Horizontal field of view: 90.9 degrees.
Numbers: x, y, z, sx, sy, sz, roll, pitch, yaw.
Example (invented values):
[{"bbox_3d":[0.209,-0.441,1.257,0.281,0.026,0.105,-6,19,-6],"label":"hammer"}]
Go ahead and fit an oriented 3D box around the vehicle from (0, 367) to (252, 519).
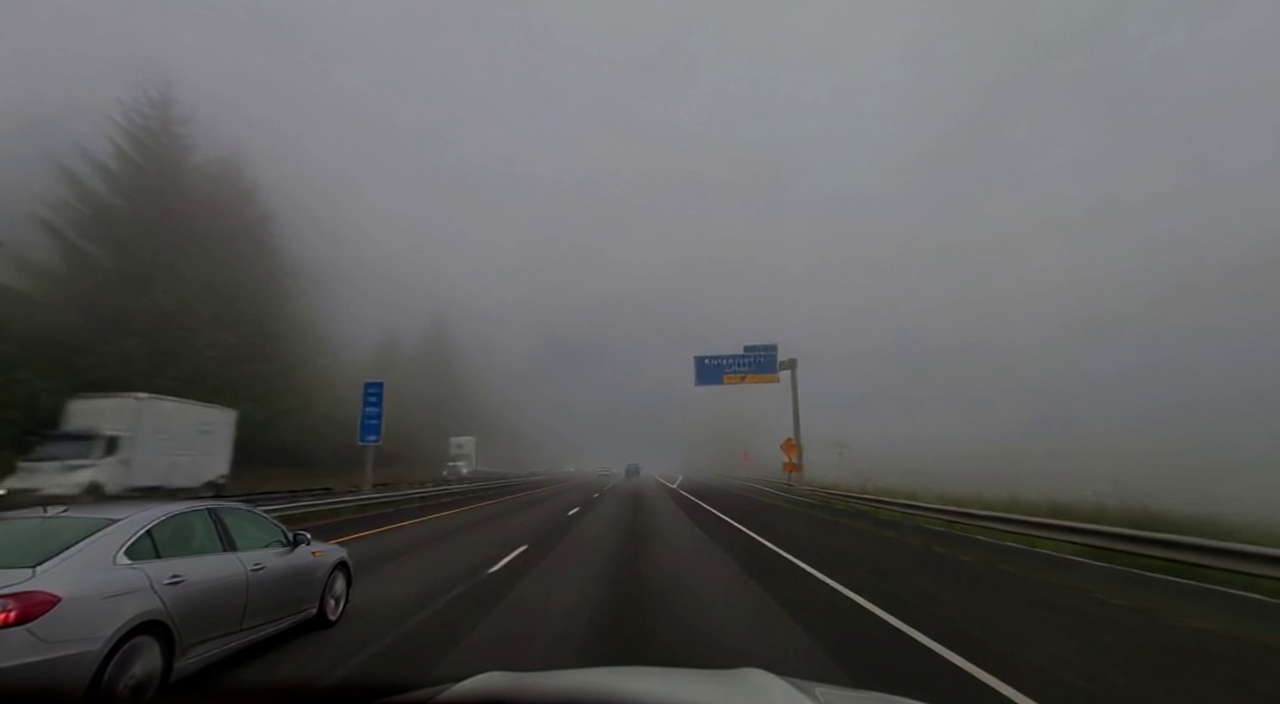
[{"bbox_3d":[-17.122,3.073,20.405,3.012,3.794,9.302,1,-10,0],"label":"vehicle"}]
